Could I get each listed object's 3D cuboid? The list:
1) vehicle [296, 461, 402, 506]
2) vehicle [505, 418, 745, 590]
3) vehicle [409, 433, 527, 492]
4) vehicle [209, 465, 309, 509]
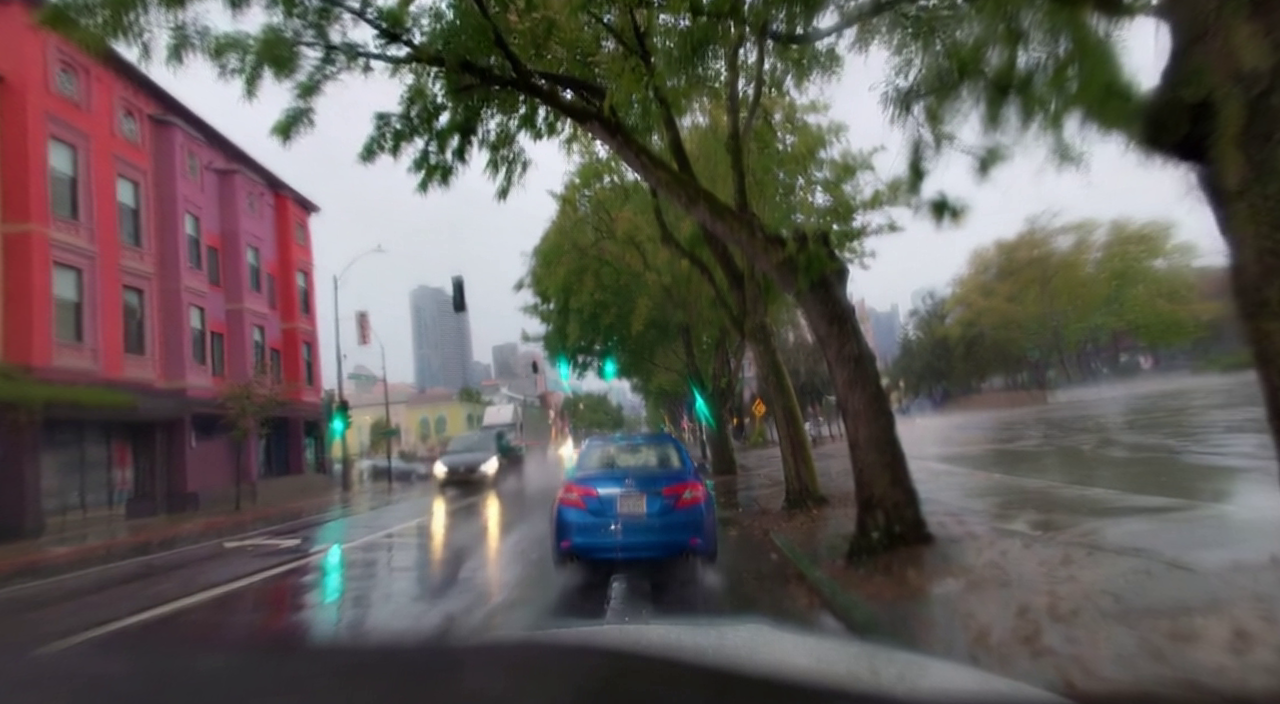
[{"bbox_3d":[-11.225,5.076,24.723,2.010,1.483,4.324,0,-8,1],"label":"vehicle"},{"bbox_3d":[-0.054,1.621,7.534,2.094,1.478,3.922,-1,-8,2],"label":"vehicle"},{"bbox_3d":[-6.001,3.963,23.050,2.402,1.852,6.057,-1,-8,2],"label":"vehicle"},{"bbox_3d":[-17.441,6.153,28.916,3.516,1.383,1.704,-10,-10,1],"label":"vehicle"}]
